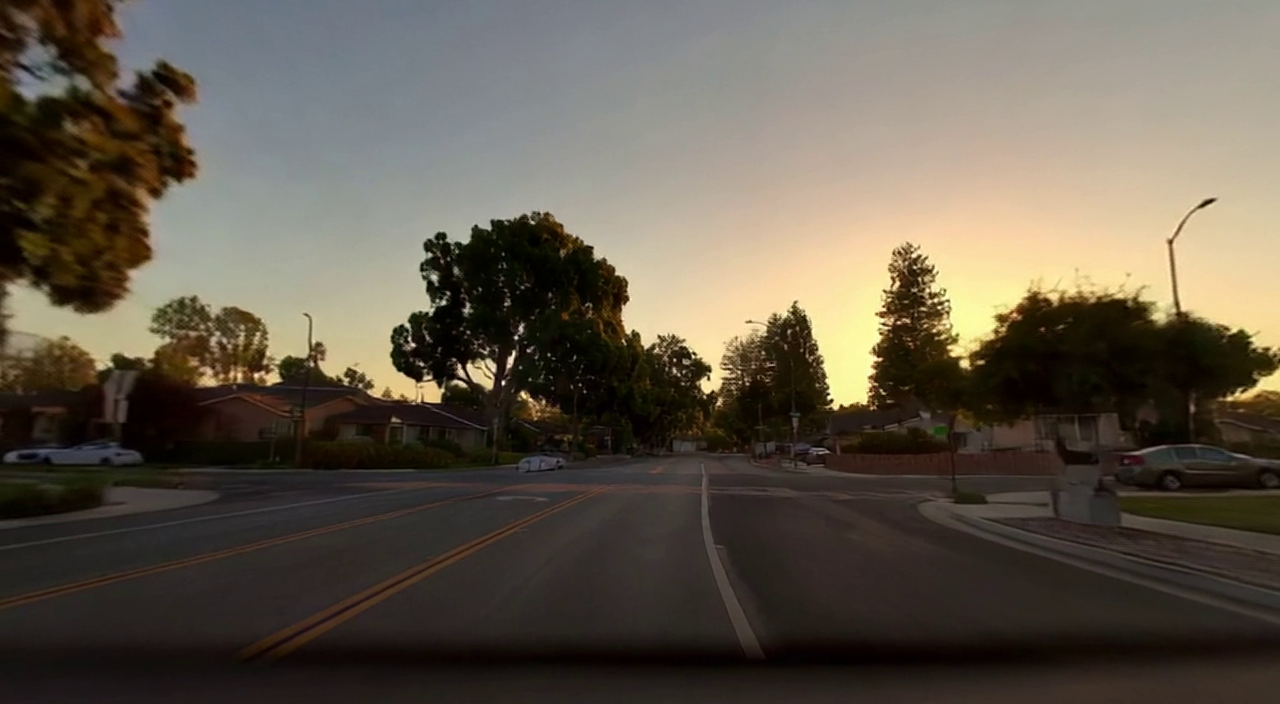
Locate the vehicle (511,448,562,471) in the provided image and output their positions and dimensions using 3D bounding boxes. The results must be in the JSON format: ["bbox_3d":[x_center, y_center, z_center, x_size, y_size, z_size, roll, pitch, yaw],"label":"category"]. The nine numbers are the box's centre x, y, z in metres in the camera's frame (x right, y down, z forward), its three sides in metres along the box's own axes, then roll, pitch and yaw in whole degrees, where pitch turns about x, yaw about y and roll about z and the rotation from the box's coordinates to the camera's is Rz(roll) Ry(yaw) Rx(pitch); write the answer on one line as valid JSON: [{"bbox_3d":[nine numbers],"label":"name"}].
[{"bbox_3d":[-7.536,7.877,46.432,2.064,1.596,4.716,-2,-9,12],"label":"vehicle"}]

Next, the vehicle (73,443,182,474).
[{"bbox_3d":[-30.031,6.259,37.096,4.793,1.745,2.012,-1,-9,5],"label":"vehicle"}]

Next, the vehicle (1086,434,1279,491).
[{"bbox_3d":[20.403,4.122,23.621,5.484,1.842,2.188,-3,-10,6],"label":"vehicle"}]
